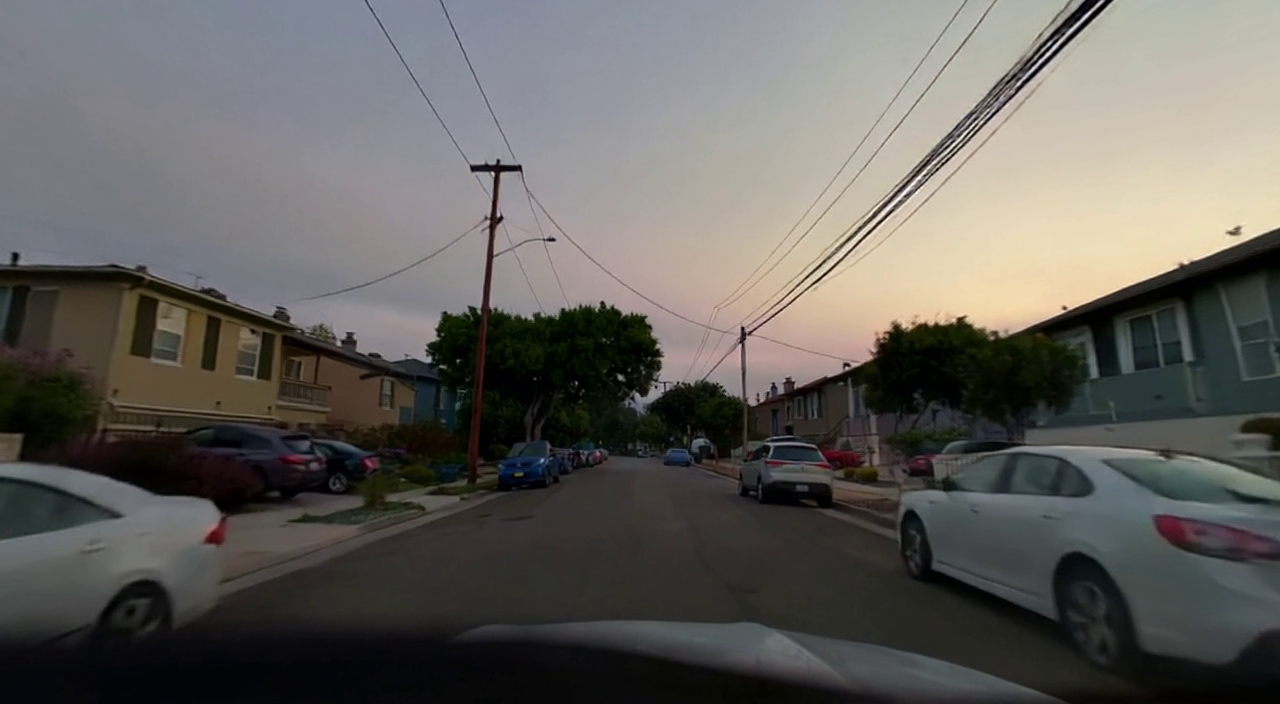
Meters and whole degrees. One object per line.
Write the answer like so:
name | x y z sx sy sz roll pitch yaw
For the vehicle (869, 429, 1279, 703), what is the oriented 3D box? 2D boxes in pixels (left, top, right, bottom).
vehicle | 3.726 1.410 5.034 1.862 1.452 4.737 0 -9 -2

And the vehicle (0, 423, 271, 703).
vehicle | -3.780 1.015 2.533 1.971 1.460 4.523 0 -9 -2

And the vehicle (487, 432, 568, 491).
vehicle | -3.973 3.972 23.255 2.057 1.887 5.053 0 -9 0

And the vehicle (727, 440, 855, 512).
vehicle | 3.587 3.017 15.939 2.019 1.536 4.405 0 -9 -2
